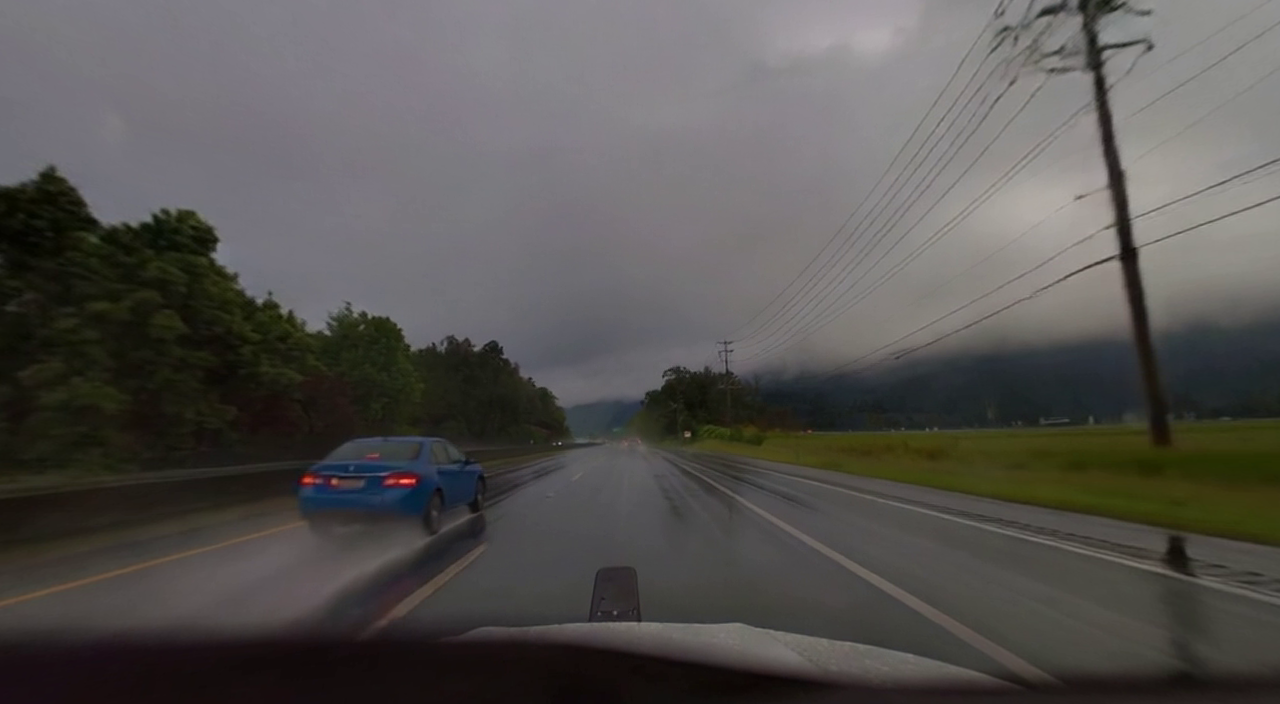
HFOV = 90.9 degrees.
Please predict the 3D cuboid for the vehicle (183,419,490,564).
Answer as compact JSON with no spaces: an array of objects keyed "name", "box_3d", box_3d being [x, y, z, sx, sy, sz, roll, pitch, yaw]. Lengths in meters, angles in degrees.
[{"name":"vehicle","box_3d":[-3.805,1.810,9.126,2.150,1.532,4.671,0,-8,0]}]
